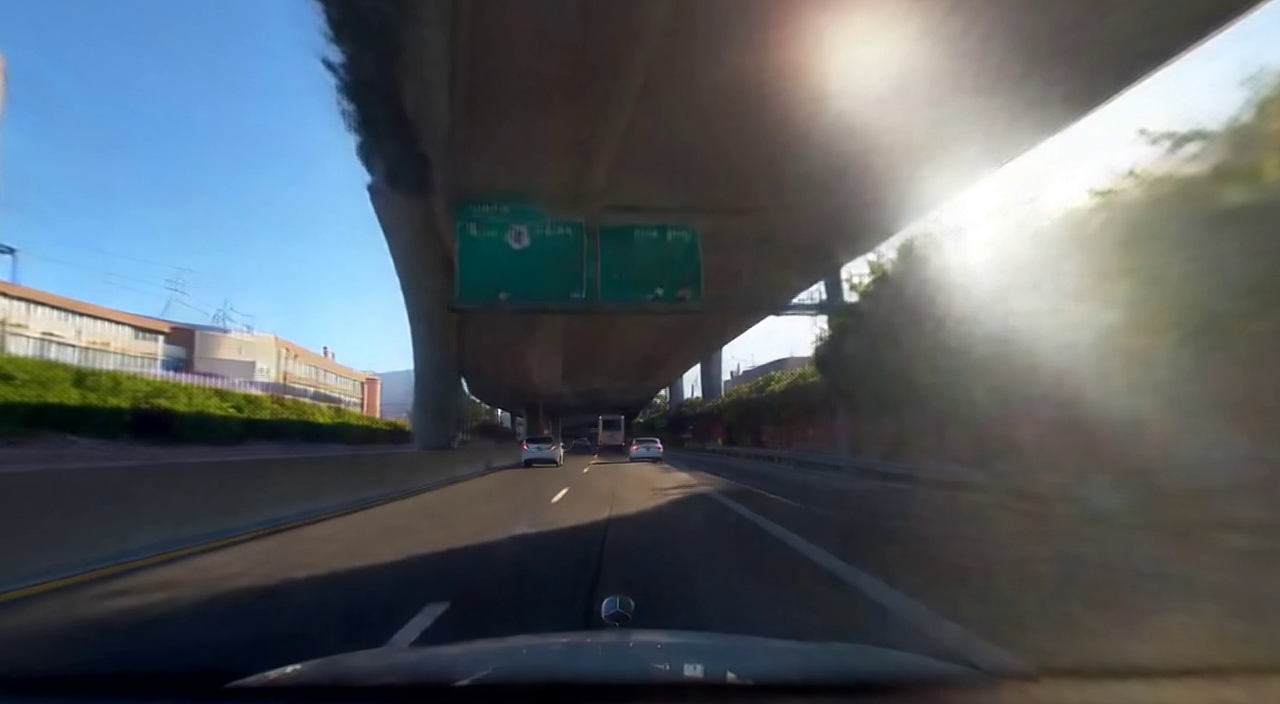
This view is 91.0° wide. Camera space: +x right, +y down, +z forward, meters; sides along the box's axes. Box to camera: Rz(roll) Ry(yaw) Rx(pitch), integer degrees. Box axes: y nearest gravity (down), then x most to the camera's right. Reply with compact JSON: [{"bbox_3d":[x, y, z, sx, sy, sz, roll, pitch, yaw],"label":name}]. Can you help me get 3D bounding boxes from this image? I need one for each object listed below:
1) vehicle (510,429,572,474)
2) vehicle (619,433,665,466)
[{"bbox_3d":[-4.156,4.242,27.006,2.080,1.733,4.410,0,-8,-2],"label":"vehicle"},{"bbox_3d":[0.018,5.187,33.531,2.078,1.608,3.982,0,-8,-5],"label":"vehicle"}]
